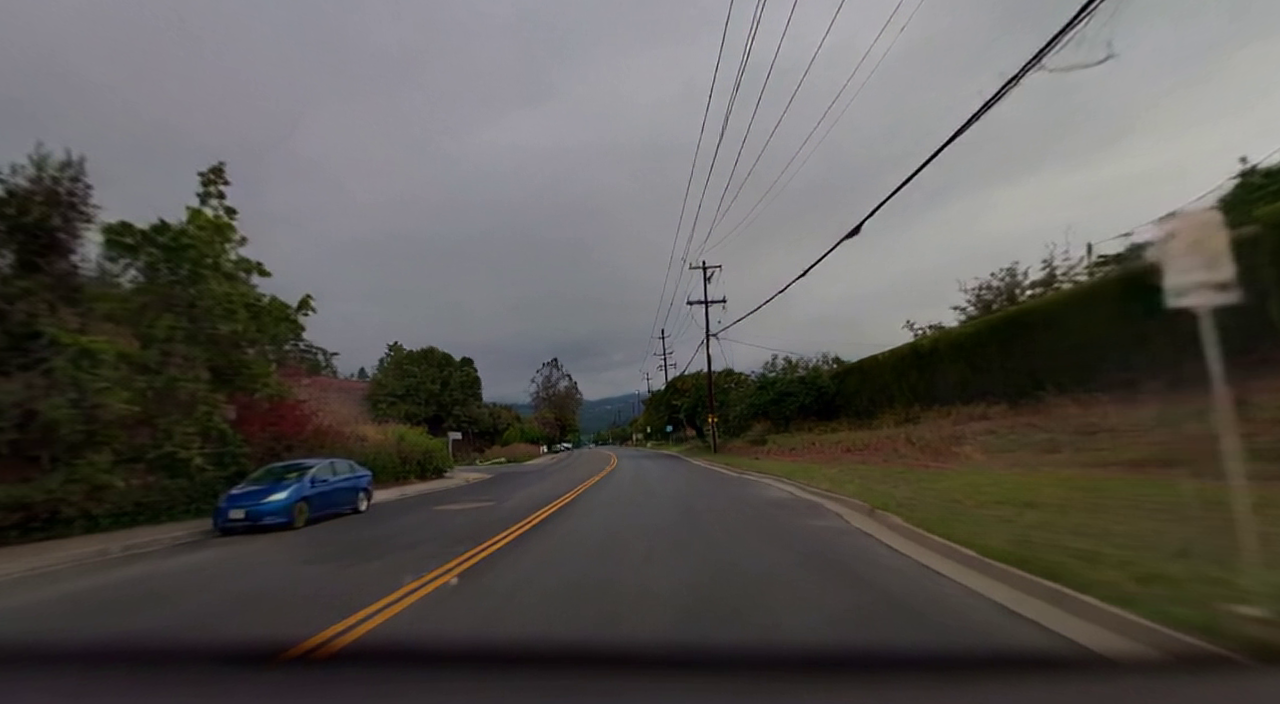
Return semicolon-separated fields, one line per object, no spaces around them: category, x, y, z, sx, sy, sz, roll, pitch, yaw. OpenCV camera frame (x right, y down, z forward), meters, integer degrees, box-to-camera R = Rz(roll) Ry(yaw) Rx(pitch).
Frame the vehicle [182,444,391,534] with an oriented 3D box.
vehicle;-7.763;2.988;14.540;2.114;1.693;4.468;-1;-8;2
